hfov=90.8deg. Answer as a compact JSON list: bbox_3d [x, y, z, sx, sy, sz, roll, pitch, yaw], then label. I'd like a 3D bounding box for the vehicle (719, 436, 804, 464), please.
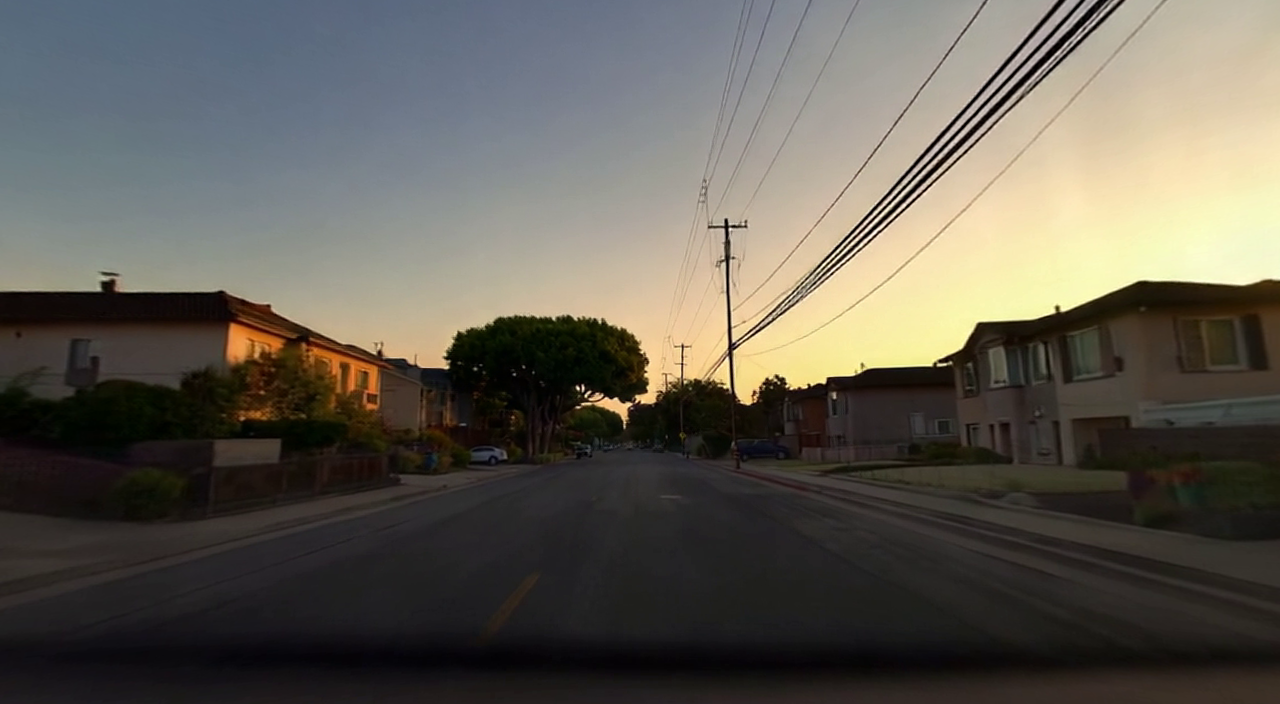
[{"bbox_3d":[9.239,7.493,48.487,5.890,1.896,2.459,-1,-8,-3],"label":"vehicle"}]

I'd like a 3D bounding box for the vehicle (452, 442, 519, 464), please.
[{"bbox_3d":[-11.114,7.299,45.598,4.371,1.482,1.954,0,-9,-2],"label":"vehicle"}]
